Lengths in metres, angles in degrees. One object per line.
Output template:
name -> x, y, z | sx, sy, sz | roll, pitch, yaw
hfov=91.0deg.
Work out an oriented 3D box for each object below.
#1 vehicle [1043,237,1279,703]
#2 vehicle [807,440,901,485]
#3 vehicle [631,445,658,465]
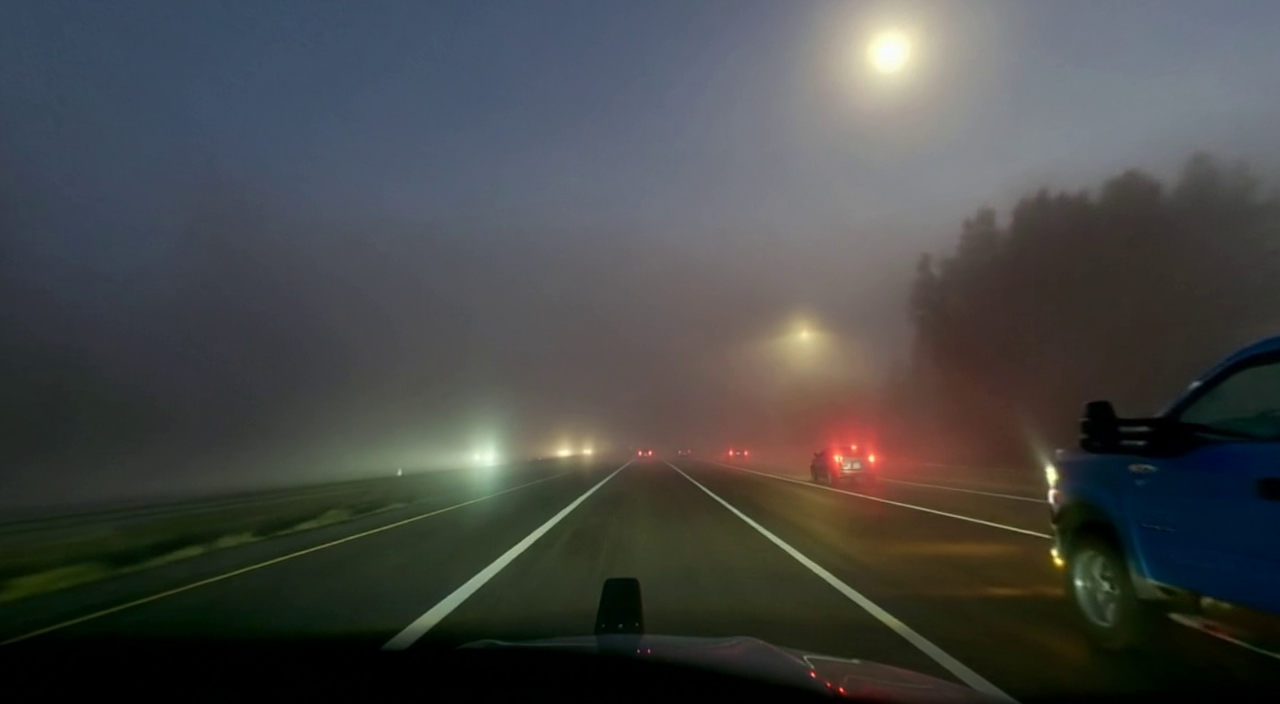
vehicle -> 3.819, 0.365, 1.216 | 2.354, 2.079, 5.586 | 0, -9, 0
vehicle -> 7.911, 4.107, 23.788 | 1.989, 1.526, 4.443 | 0, -9, 0
vehicle -> 0.353, 8.142, 49.806 | 2.030, 1.473, 3.926 | 0, -9, 0
